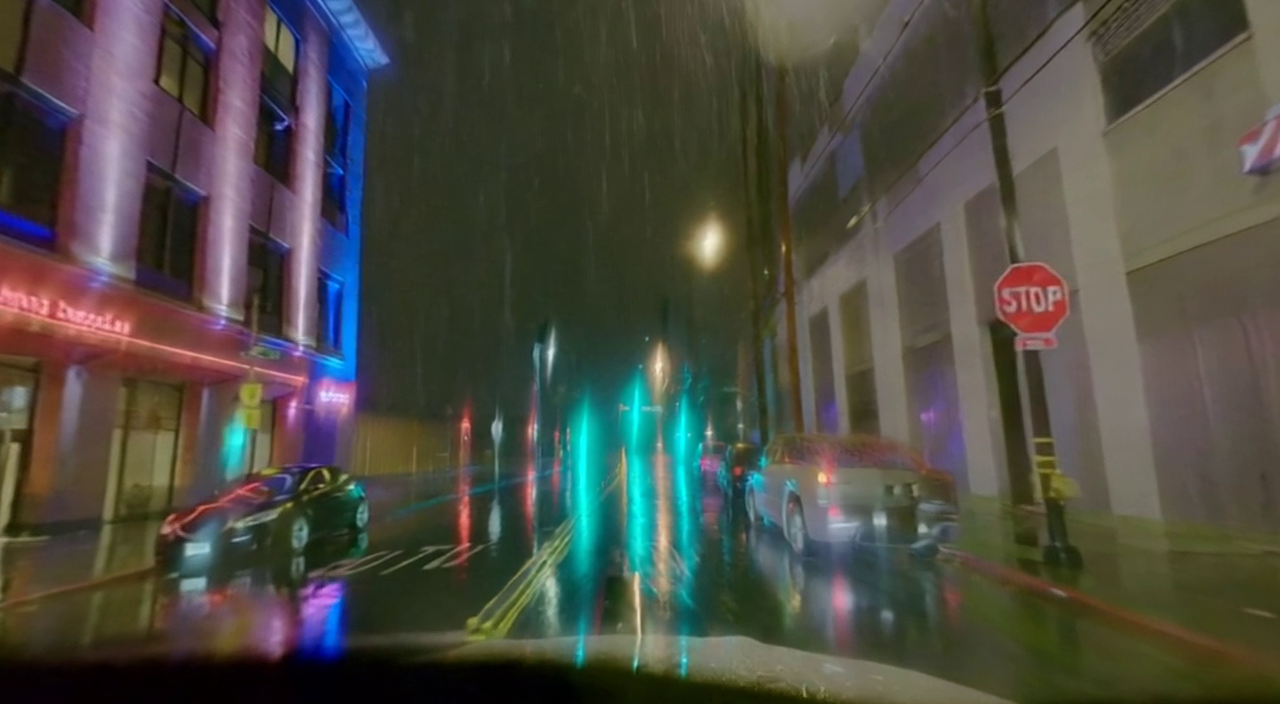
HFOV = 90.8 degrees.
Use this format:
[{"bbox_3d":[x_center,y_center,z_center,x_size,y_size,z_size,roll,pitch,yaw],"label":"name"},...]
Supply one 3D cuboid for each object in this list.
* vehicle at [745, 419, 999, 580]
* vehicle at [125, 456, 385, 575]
[{"bbox_3d":[2.832,1.909,9.003,1.917,1.680,4.500,0,-9,0],"label":"vehicle"},{"bbox_3d":[-5.764,2.434,10.165,1.864,1.447,3.887,0,-9,-3],"label":"vehicle"}]
